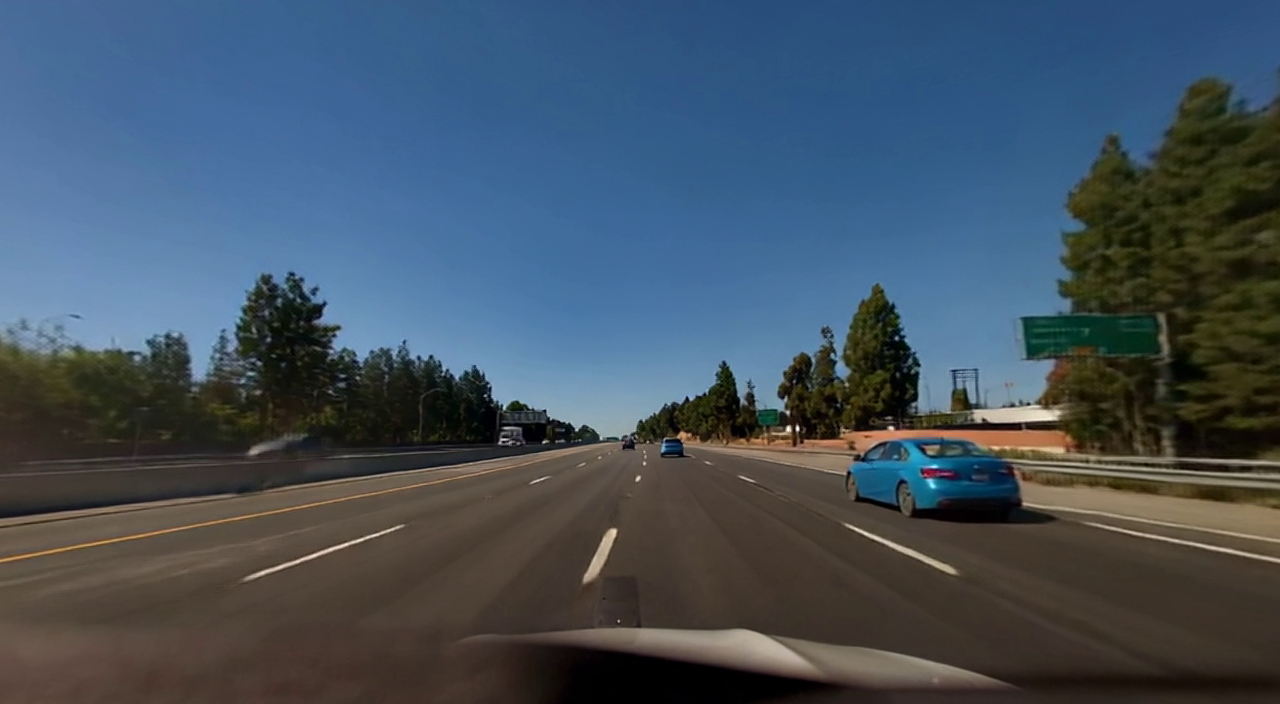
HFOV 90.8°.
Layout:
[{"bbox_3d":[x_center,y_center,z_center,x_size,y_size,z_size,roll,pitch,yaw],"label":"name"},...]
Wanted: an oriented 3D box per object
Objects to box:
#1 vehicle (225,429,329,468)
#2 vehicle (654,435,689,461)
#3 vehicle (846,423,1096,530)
[{"bbox_3d":[-18.822,5.037,33.125,2.209,1.844,5.345,0,-9,1],"label":"vehicle"},{"bbox_3d":[2.113,6.637,43.888,2.127,1.692,4.382,0,-9,-1],"label":"vehicle"},{"bbox_3d":[5.551,2.149,11.502,2.029,1.528,4.644,0,-9,0],"label":"vehicle"}]
